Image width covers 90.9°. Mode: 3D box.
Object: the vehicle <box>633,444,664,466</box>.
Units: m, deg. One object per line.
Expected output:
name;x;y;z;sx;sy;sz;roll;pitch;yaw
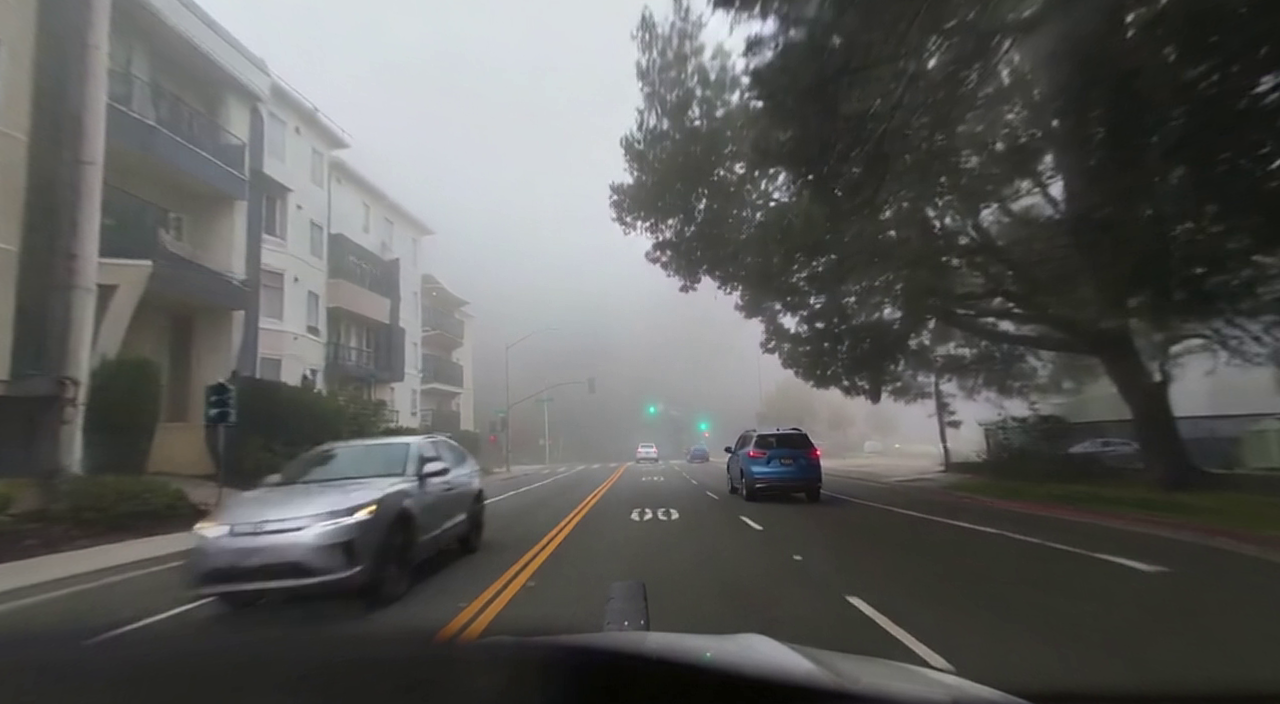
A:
vehicle;0.577;7.455;45.787;2.097;1.463;4.043;-1;-9;0

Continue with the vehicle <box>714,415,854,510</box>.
vehicle;3.164;2.578;15.048;2.130;1.863;4.844;0;-9;0

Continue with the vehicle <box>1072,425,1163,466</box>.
vehicle;21.425;4.156;28.212;4.704;1.447;1.990;2;-10;-39

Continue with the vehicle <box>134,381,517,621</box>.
vehicle;-3.067;1.600;7.740;2.110;1.936;5.020;-1;-9;0

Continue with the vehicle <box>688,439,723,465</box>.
vehicle;4.780;7.389;46.689;2.335;1.794;4.898;-1;-9;4
